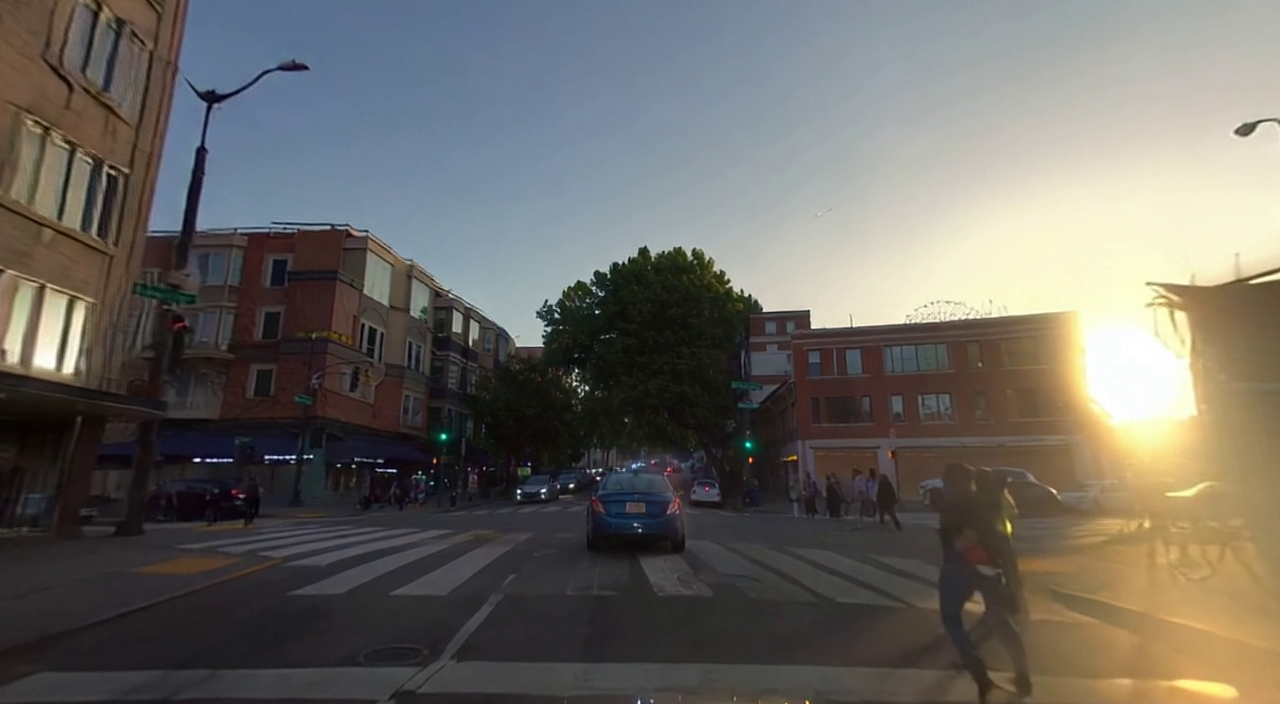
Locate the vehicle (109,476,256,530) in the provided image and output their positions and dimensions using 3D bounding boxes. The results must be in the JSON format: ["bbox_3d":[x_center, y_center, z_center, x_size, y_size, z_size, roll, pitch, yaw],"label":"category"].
[{"bbox_3d":[-19.474,6.431,26.996,4.750,2.083,2.002,-1,-9,4],"label":"vehicle"}]

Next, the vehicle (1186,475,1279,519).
[{"bbox_3d":[26.406,6.072,26.491,4.734,1.605,2.186,-1,-9,1],"label":"vehicle"}]

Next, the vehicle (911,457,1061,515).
[{"bbox_3d":[14.706,5.695,27.039,4.974,2.266,2.324,0,-9,-1],"label":"vehicle"}]

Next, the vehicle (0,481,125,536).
[{"bbox_3d":[-25.342,6.671,27.017,4.588,2.048,2.110,-1,-9,1],"label":"vehicle"}]

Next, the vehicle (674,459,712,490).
[{"bbox_3d":[3.740,8.770,45.229,2.365,1.994,4.259,-1,-9,0],"label":"vehicle"}]

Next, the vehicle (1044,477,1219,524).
[{"bbox_3d":[20.817,6.290,26.923,5.345,1.747,2.410,-1,-9,2],"label":"vehicle"}]

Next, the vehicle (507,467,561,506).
[{"bbox_3d":[-5.985,7.671,36.183,2.226,1.896,4.438,-1,-9,1],"label":"vehicle"}]

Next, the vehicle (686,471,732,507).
[{"bbox_3d":[3.834,7.728,35.886,1.908,1.741,4.066,0,-9,-3],"label":"vehicle"}]
